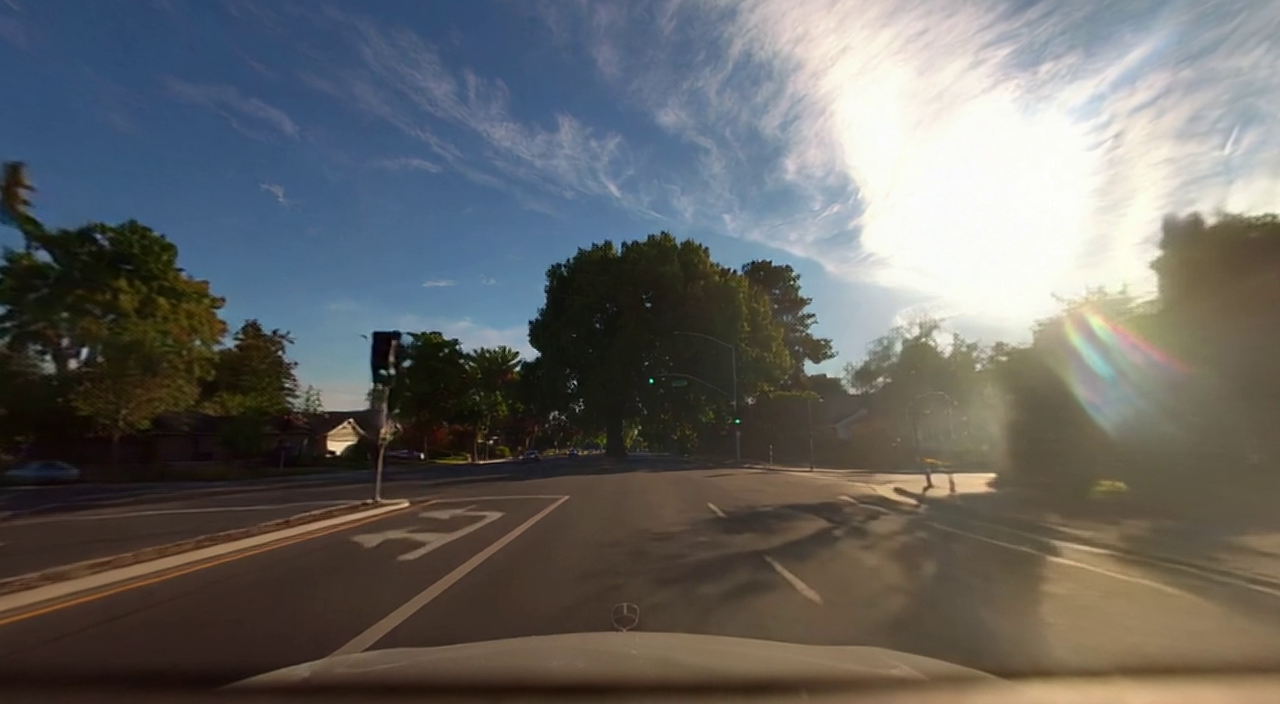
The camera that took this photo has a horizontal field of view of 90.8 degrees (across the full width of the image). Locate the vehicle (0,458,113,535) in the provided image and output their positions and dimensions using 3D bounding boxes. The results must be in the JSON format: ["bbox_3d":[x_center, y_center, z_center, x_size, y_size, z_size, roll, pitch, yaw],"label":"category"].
[{"bbox_3d":[-14.631,3.251,14.662,2.018,1.500,4.433,2,-9,-17],"label":"vehicle"}]
